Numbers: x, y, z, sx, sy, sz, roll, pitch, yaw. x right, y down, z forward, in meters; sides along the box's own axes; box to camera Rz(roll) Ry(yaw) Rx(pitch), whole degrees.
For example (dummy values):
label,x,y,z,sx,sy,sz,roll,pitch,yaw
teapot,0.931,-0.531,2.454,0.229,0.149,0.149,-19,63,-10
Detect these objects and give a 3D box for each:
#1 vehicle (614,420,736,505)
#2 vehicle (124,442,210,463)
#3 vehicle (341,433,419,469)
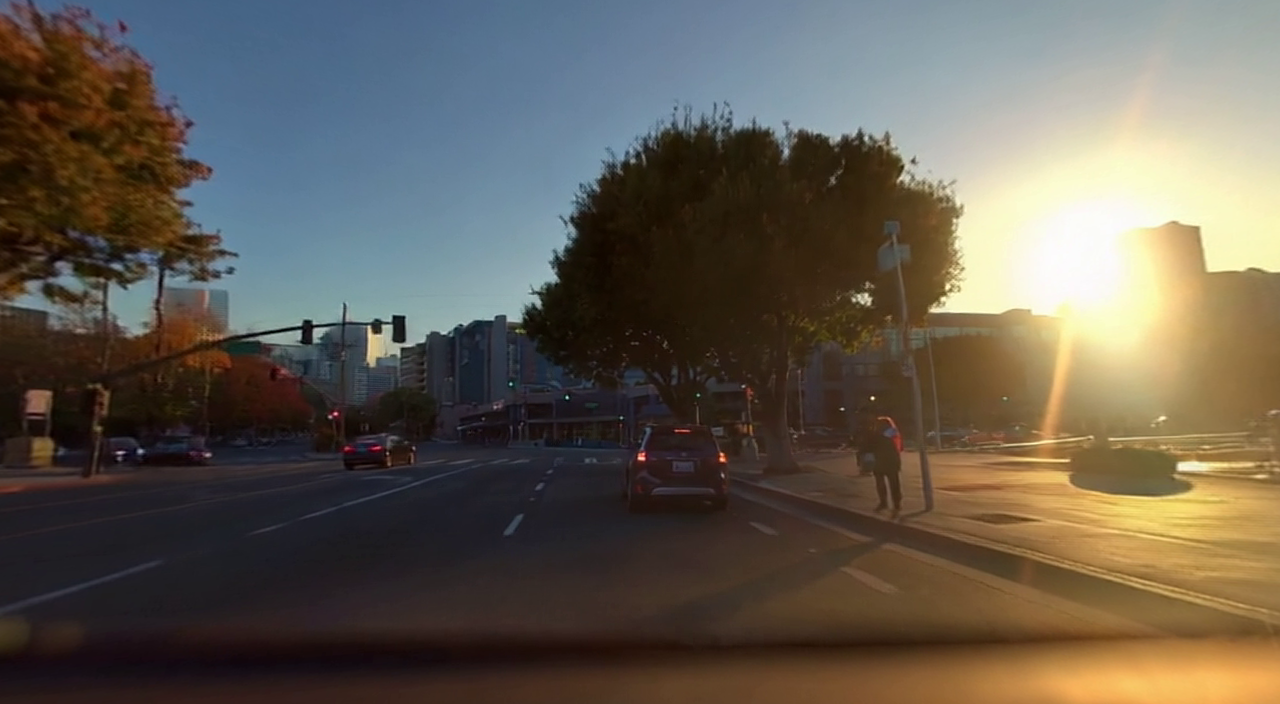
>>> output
label,x,y,z,sx,sy,sz,roll,pitch,yaw
vehicle,0.611,2.510,14.772,2.230,1.683,4.204,1,-8,-5
vehicle,-35.521,7.532,47.540,4.692,1.476,1.992,1,-8,-6
vehicle,-11.496,4.391,28.252,1.924,1.458,4.448,1,-8,-5
